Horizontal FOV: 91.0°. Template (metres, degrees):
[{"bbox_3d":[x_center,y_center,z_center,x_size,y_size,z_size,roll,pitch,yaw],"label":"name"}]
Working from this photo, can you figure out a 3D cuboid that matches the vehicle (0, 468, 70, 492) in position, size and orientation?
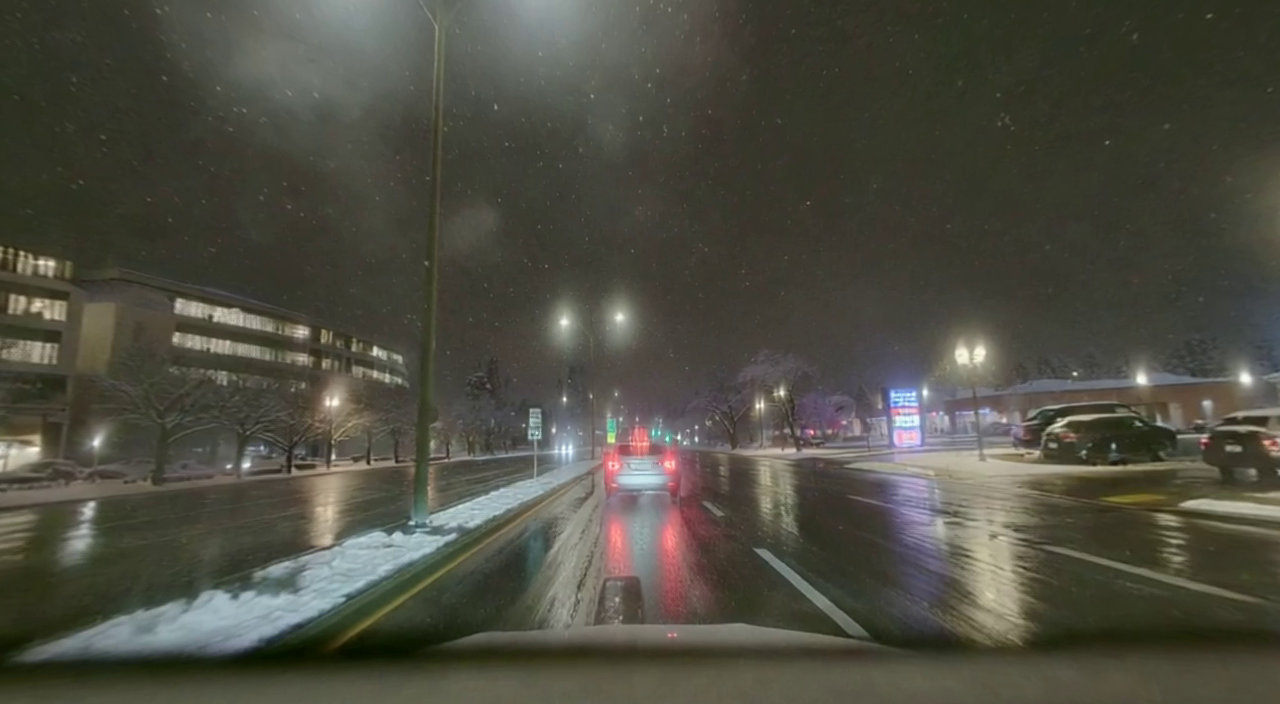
[{"bbox_3d":[-39.234,8.143,40.065,3.805,1.406,1.701,5,-9,-21],"label":"vehicle"}]

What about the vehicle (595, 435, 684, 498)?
[{"bbox_3d":[-0.037,3.026,17.010,2.126,1.475,3.967,0,-8,-1],"label":"vehicle"}]

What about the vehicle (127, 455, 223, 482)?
[{"bbox_3d":[-27.823,6.992,37.746,4.209,1.497,1.913,0,-9,0],"label":"vehicle"}]

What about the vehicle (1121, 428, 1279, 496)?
[{"bbox_3d":[15.180,2.724,15.924,4.383,1.561,2.134,1,-8,-6],"label":"vehicle"}]

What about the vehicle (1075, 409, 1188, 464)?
[{"bbox_3d":[21.586,3.792,27.987,2.336,2.164,5.796,-3,-9,22],"label":"vehicle"}]
